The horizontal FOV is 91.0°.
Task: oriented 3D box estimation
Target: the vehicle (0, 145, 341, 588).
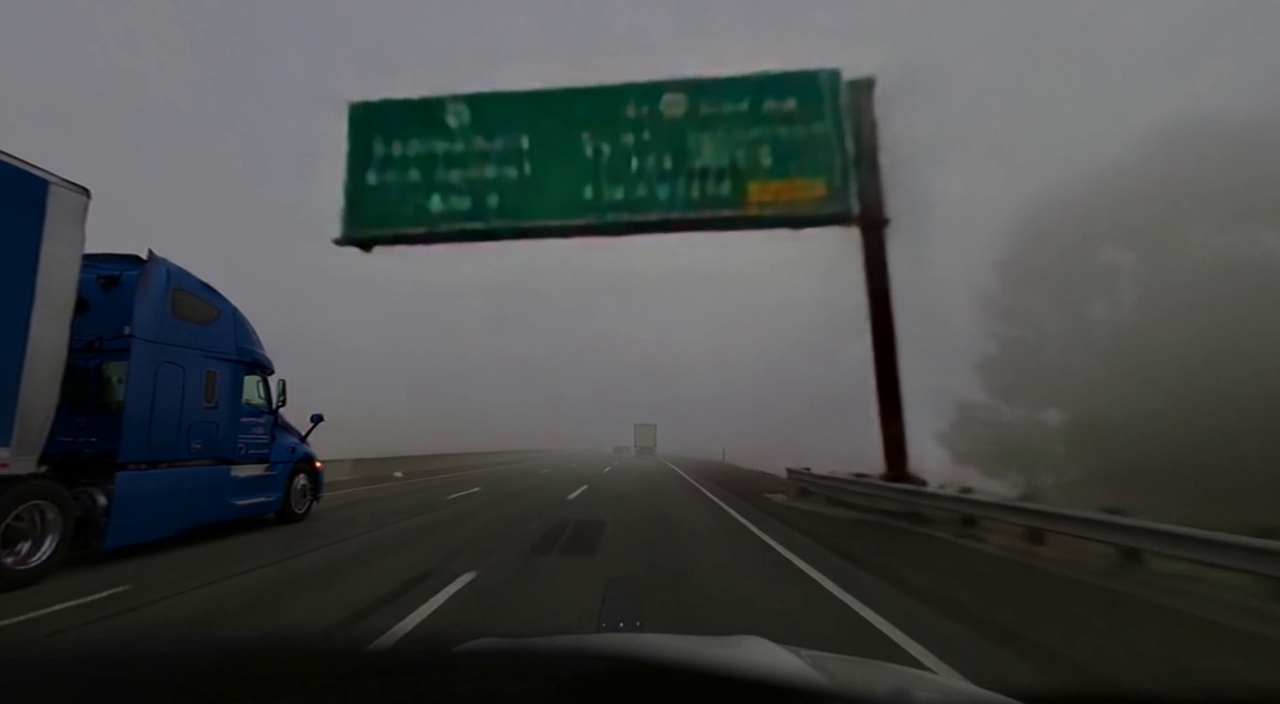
[{"bbox_3d":[-7.226,0.370,7.304,2.996,3.947,8.600,0,-9,1],"label":"vehicle"}]
